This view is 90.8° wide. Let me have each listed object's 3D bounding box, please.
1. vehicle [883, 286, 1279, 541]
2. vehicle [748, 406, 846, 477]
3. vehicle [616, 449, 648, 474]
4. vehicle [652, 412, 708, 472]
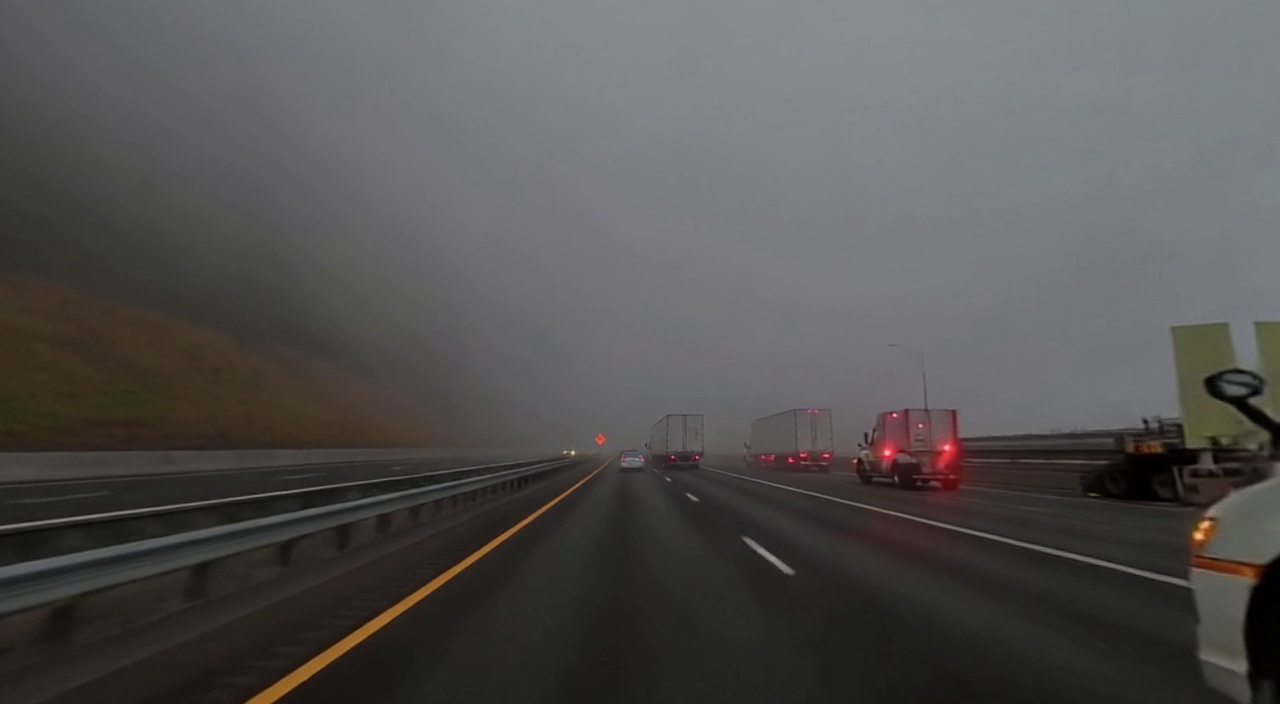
[{"bbox_3d":[10.579,2.015,17.041,2.830,4.100,13.915,0,-9,2],"label":"vehicle"},{"bbox_3d":[10.457,6.355,44.163,2.854,4.112,14.088,0,-9,-2],"label":"vehicle"},{"bbox_3d":[-0.532,6.811,39.384,1.927,1.437,3.794,0,-9,-2],"label":"vehicle"},{"bbox_3d":[2.759,7.149,49.457,2.986,3.916,15.375,0,-9,-2],"label":"vehicle"}]
